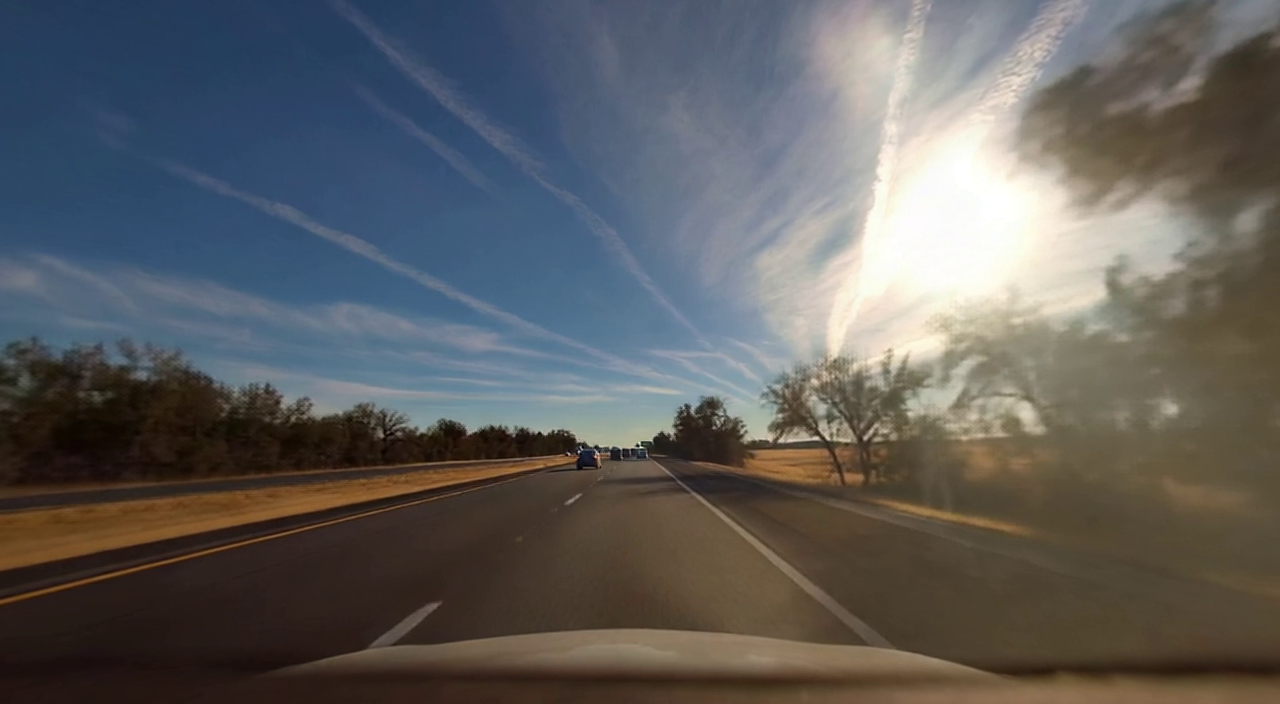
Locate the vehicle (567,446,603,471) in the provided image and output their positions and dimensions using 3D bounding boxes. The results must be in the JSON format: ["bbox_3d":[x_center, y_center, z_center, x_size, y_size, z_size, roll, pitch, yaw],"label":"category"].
[{"bbox_3d":[-3.950,7.749,45.809,2.132,1.701,4.303,0,-9,1],"label":"vehicle"}]
